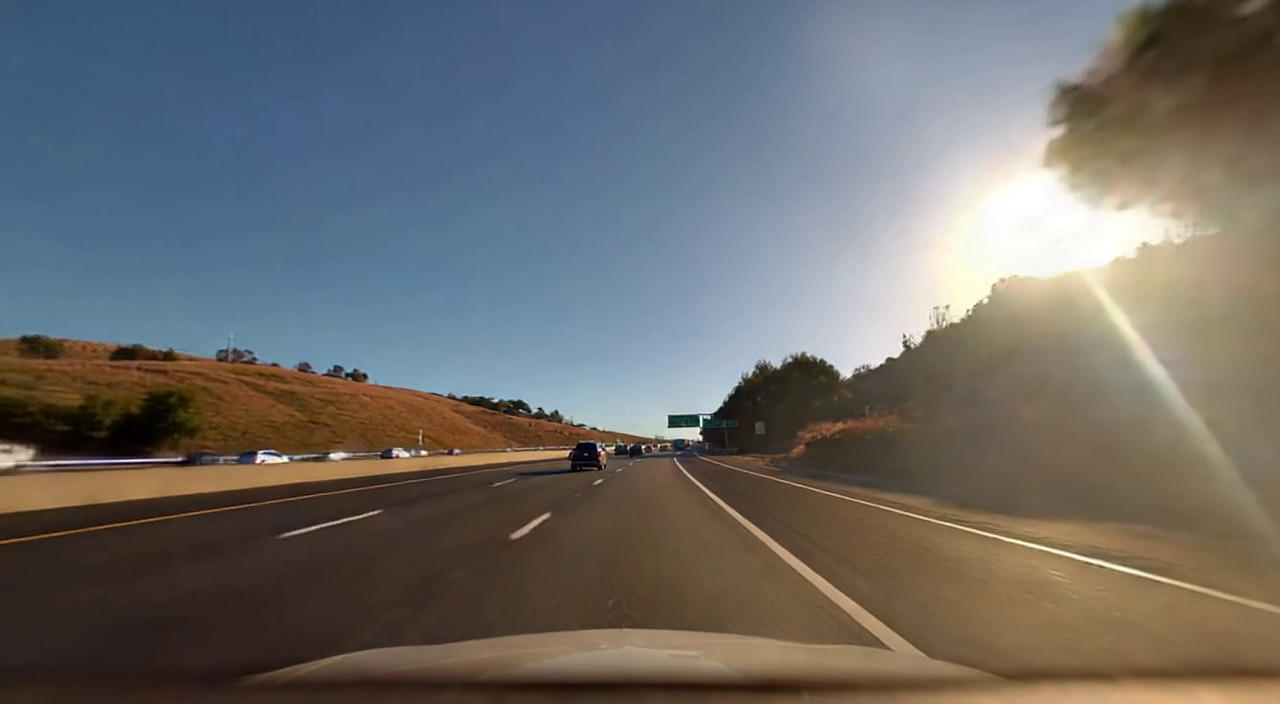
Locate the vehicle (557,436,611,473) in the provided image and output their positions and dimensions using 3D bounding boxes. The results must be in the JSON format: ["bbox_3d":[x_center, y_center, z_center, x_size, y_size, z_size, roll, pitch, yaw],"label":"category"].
[{"bbox_3d":[-3.006,5.640,34.814,2.413,1.896,5.218,-1,-8,1],"label":"vehicle"}]

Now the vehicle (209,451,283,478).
[{"bbox_3d":[-27.221,7.787,43.584,2.016,1.671,4.537,-1,-8,2],"label":"vehicle"}]
